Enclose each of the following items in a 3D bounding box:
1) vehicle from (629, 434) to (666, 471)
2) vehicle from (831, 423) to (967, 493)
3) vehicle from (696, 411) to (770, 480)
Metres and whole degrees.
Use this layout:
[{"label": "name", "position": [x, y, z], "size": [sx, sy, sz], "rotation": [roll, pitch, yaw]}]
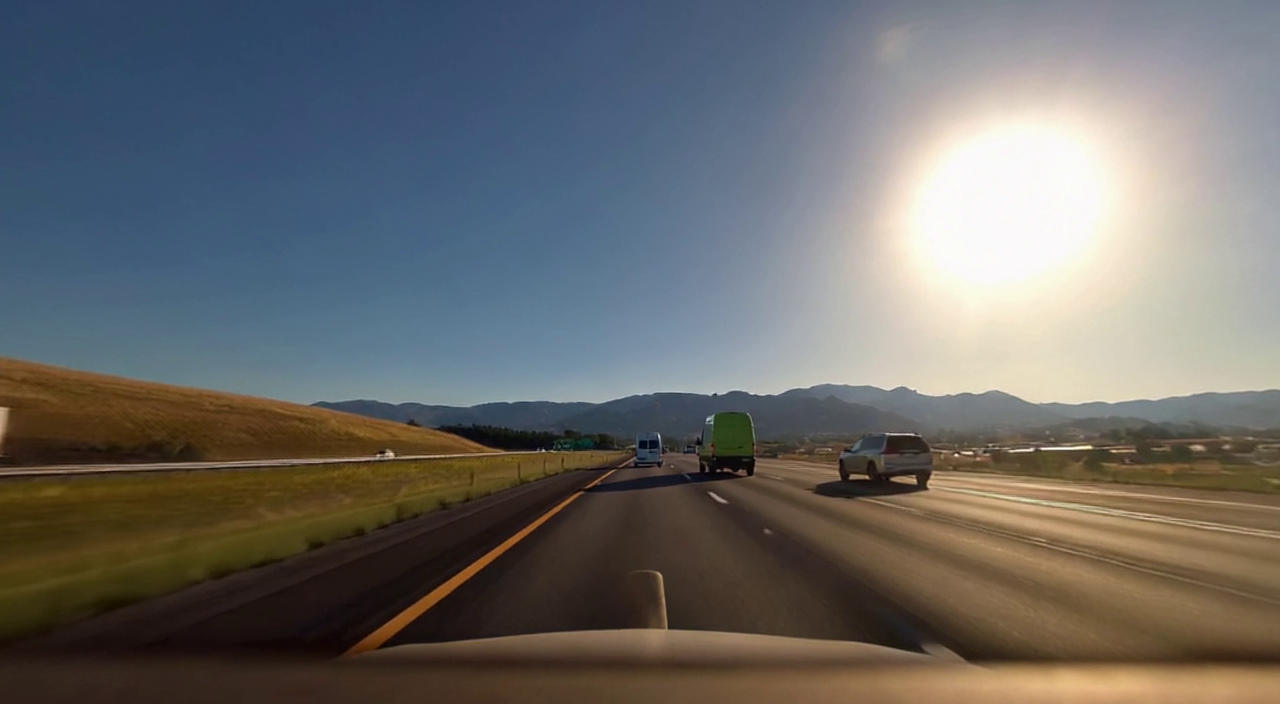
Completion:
[{"label": "vehicle", "position": [0.436, 6.202, 39.177], "size": [2.131, 2.122, 4.473], "rotation": [0, -8, 0]}, {"label": "vehicle", "position": [7.973, 3.326, 20.084], "size": [2.240, 1.925, 4.854], "rotation": [0, -8, 0]}, {"label": "vehicle", "position": [3.898, 4.083, 27.643], "size": [2.302, 2.670, 6.176], "rotation": [0, -8, 0]}]
